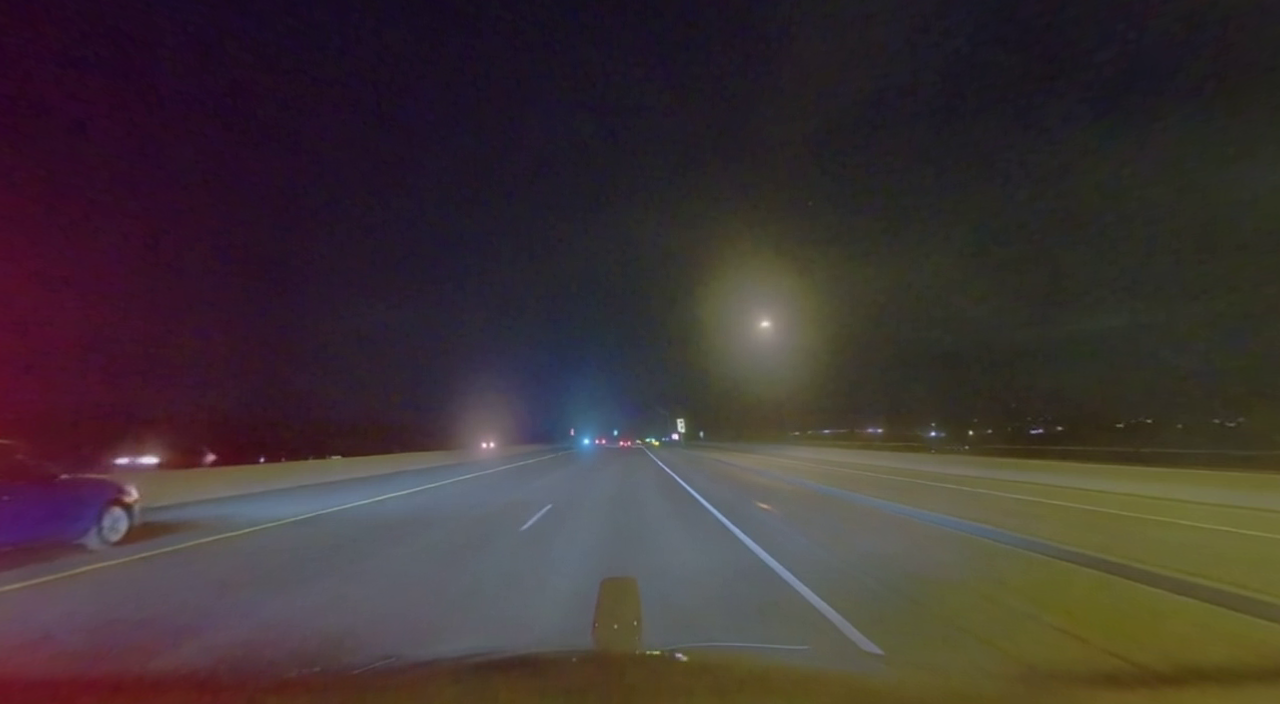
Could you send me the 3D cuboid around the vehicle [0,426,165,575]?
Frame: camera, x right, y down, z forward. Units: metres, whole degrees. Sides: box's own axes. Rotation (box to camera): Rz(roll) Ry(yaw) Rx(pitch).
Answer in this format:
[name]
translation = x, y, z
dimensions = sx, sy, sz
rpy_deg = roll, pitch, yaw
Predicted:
[vehicle]
translation = -7.334, 1.467, 6.191
dimensions = 1.949, 1.465, 4.318
rpy_deg = 0, -8, -1
